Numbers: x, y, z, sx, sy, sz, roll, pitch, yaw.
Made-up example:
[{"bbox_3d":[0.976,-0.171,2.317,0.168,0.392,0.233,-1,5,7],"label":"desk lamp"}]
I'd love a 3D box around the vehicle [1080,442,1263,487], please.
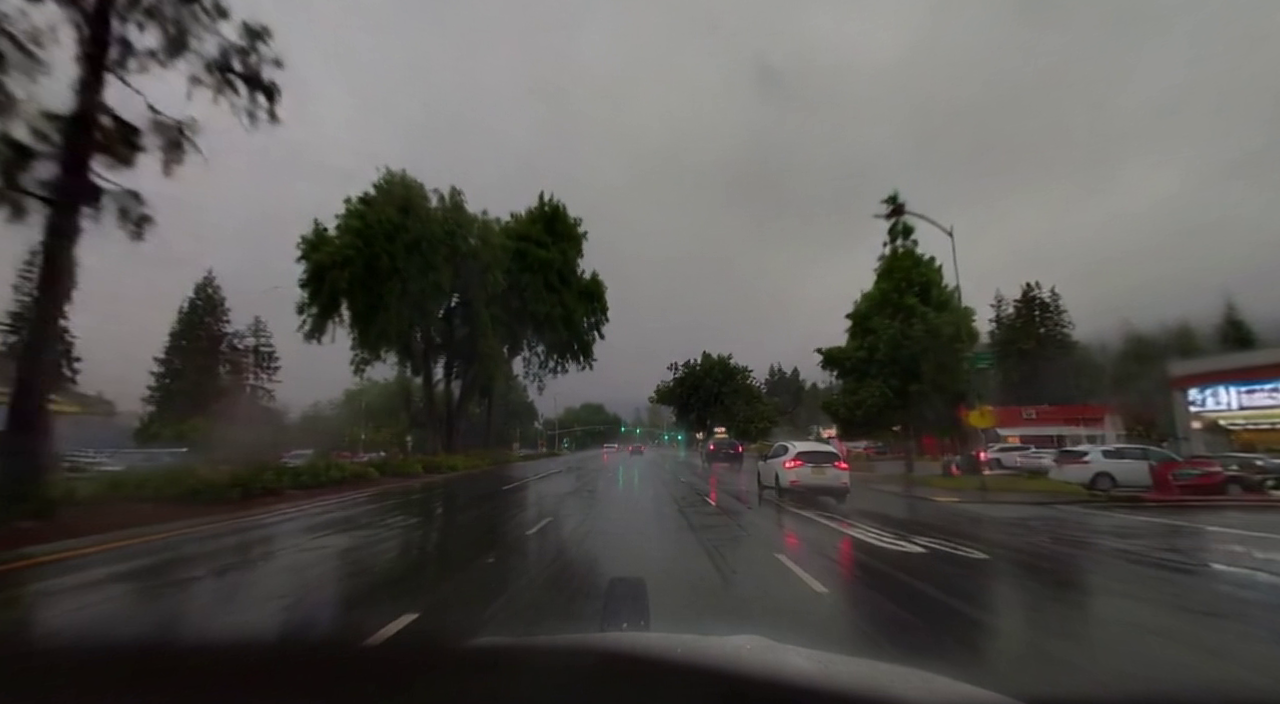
[{"bbox_3d":[18.316,3.880,21.874,4.502,1.459,2.082,0,-9,-2],"label":"vehicle"}]

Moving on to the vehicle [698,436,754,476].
[{"bbox_3d":[4.335,5.331,32.495,2.140,1.921,4.431,0,-8,-2],"label":"vehicle"}]

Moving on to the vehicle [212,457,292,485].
[{"bbox_3d":[-22.794,6.993,37.236,1.804,1.460,4.515,0,-8,1],"label":"vehicle"}]

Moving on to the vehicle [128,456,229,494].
[{"bbox_3d":[-22.842,6.075,31.438,1.822,1.551,4.295,-3,-8,0],"label":"vehicle"}]

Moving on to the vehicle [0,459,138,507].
[{"bbox_3d":[-22.698,5.104,24.894,1.833,1.534,4.821,-3,-8,-1],"label":"vehicle"}]

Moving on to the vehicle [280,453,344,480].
[{"bbox_3d":[-22.865,8.033,44.198,1.946,1.726,4.746,-2,-10,0],"label":"vehicle"}]

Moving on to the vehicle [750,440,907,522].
[{"bbox_3d":[3.788,2.646,13.572,1.916,1.459,4.335,0,-8,-2],"label":"vehicle"}]
